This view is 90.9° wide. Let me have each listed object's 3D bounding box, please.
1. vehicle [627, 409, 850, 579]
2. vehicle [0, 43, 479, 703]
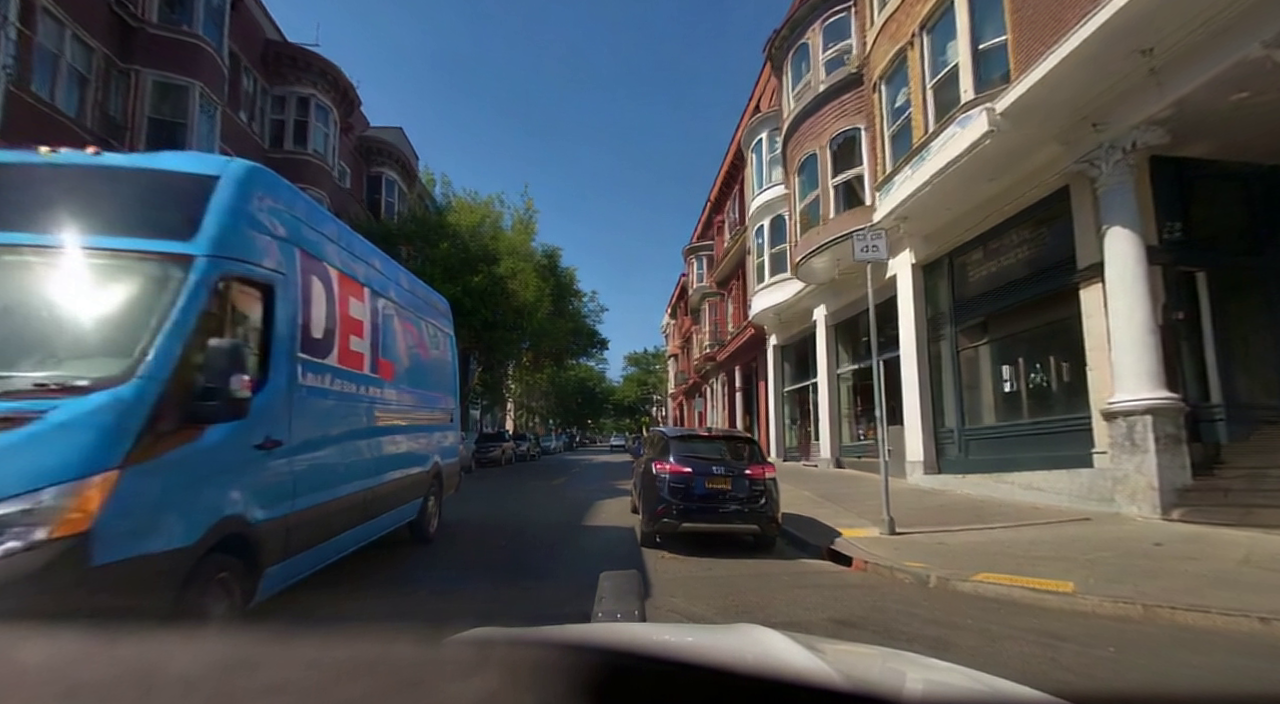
[{"bbox_3d":[0.828,1.573,7.957,1.925,1.481,4.653,0,-8,-2],"label":"vehicle"},{"bbox_3d":[-3.595,0.518,6.311,2.558,3.014,7.101,0,-8,-4],"label":"vehicle"}]
